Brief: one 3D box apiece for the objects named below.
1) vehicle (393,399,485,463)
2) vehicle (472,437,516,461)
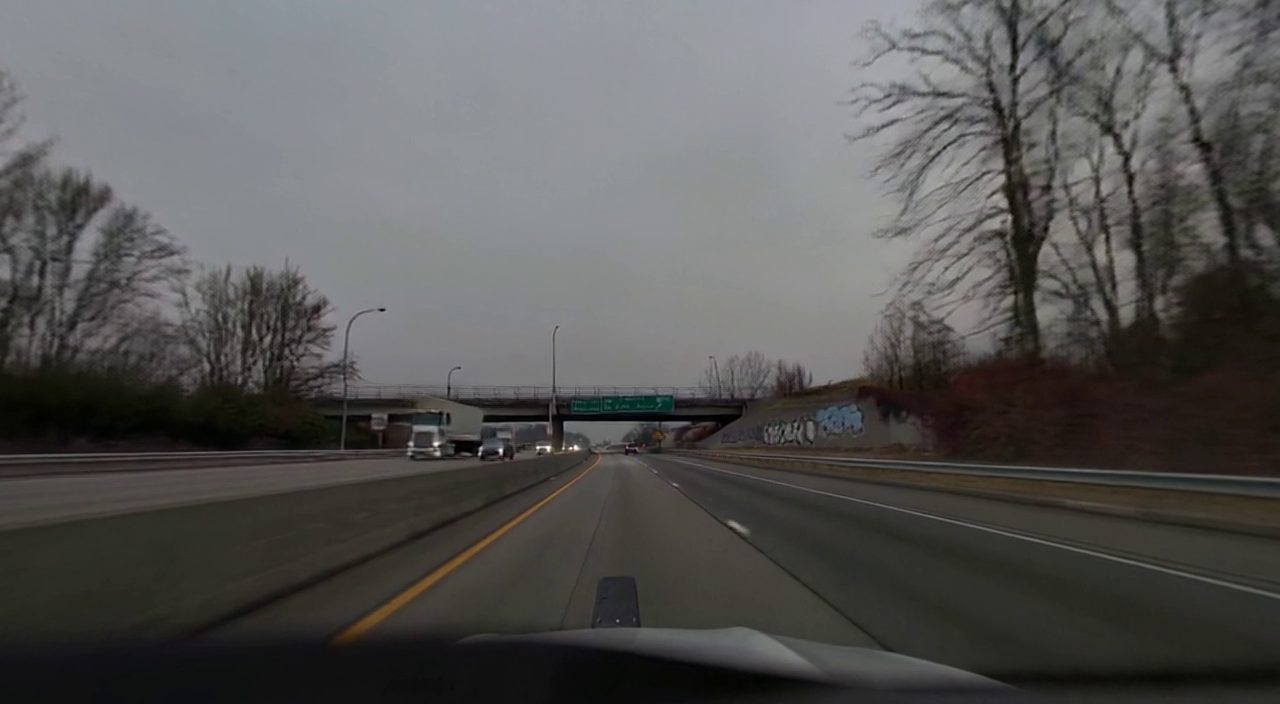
[{"bbox_3d":[-14.616,6.138,47.202,2.885,4.088,13.949,0,-9,-3],"label":"vehicle"},{"bbox_3d":[-10.293,6.892,44.477,2.046,1.609,4.642,0,-9,-1],"label":"vehicle"}]
